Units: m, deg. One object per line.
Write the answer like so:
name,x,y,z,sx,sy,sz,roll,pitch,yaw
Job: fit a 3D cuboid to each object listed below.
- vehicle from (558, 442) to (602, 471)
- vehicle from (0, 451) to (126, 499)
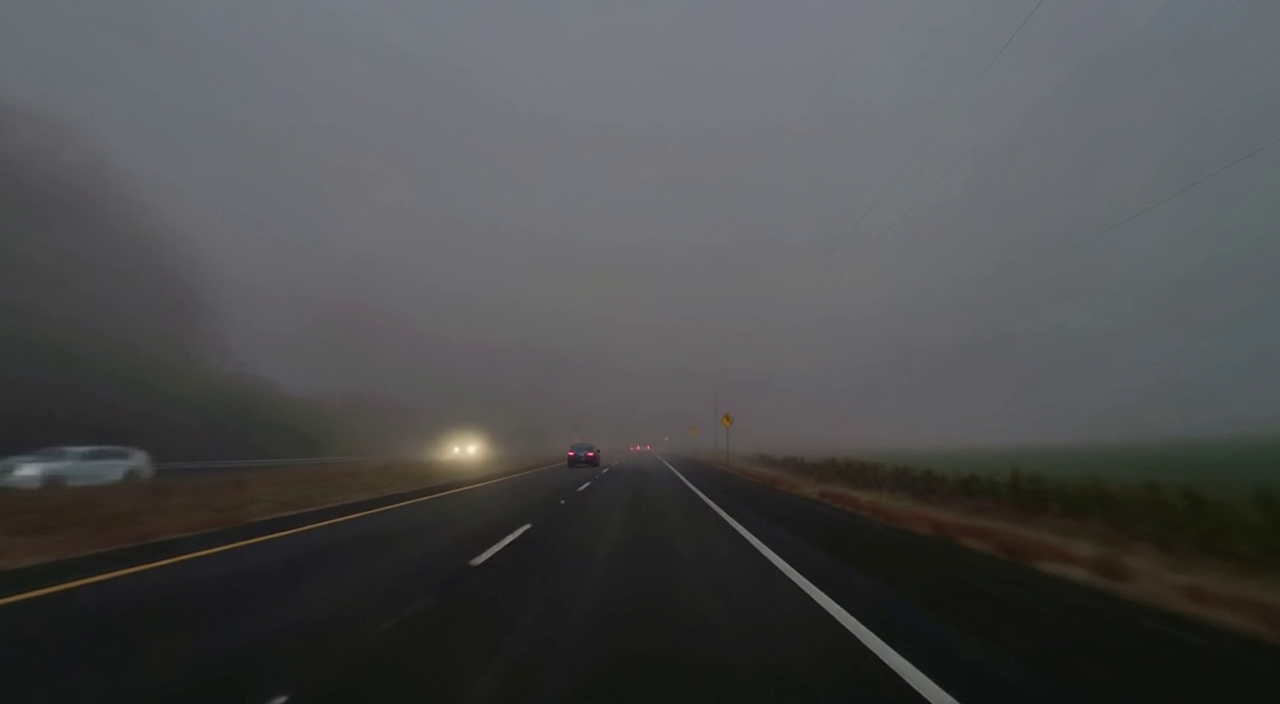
vehicle,-3.519,6.276,37.878,2.120,1.597,4.810,0,-9,0
vehicle,-21.246,4.339,22.613,1.820,1.517,4.376,0,-9,0
